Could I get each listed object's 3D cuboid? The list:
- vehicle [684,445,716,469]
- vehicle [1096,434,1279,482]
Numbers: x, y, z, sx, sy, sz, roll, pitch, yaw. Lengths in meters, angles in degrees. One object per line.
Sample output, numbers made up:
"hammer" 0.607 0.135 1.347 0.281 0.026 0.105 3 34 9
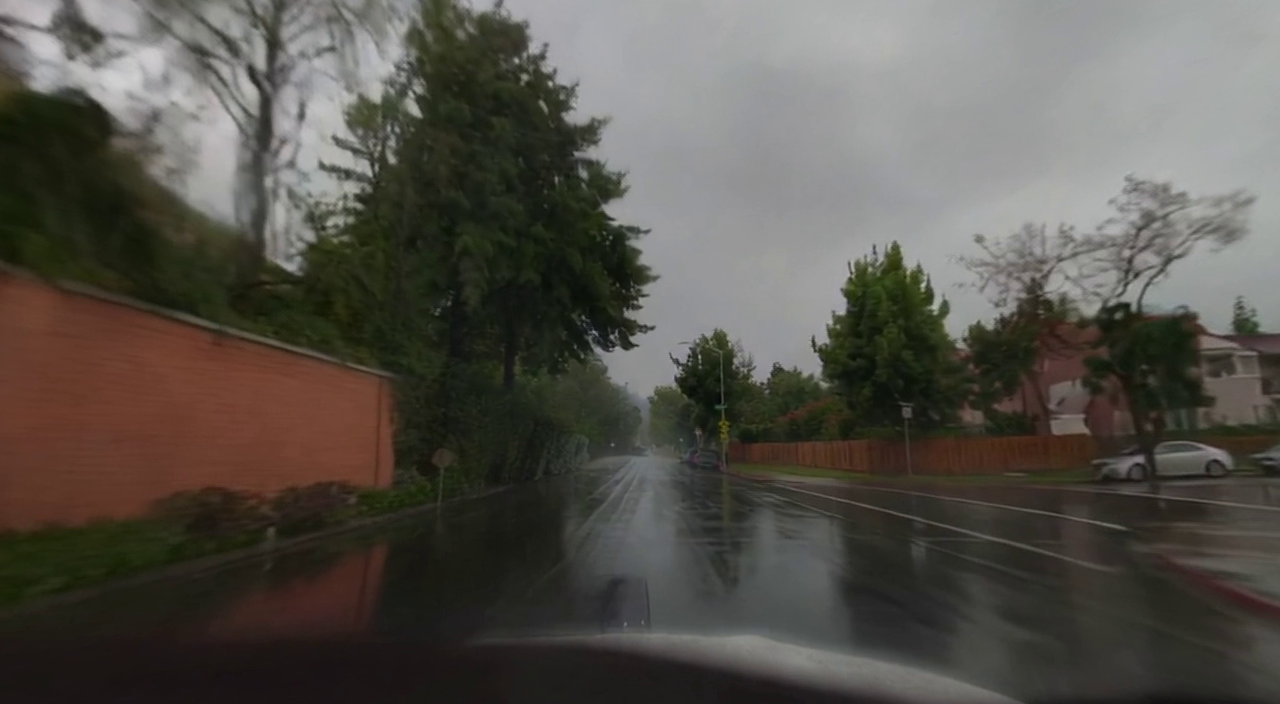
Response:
"vehicle" 4.452 7.875 47.677 2.048 1.596 5.543 1 -8 2
"vehicle" 19.044 3.715 21.967 4.697 1.502 2.124 1 -11 -4
